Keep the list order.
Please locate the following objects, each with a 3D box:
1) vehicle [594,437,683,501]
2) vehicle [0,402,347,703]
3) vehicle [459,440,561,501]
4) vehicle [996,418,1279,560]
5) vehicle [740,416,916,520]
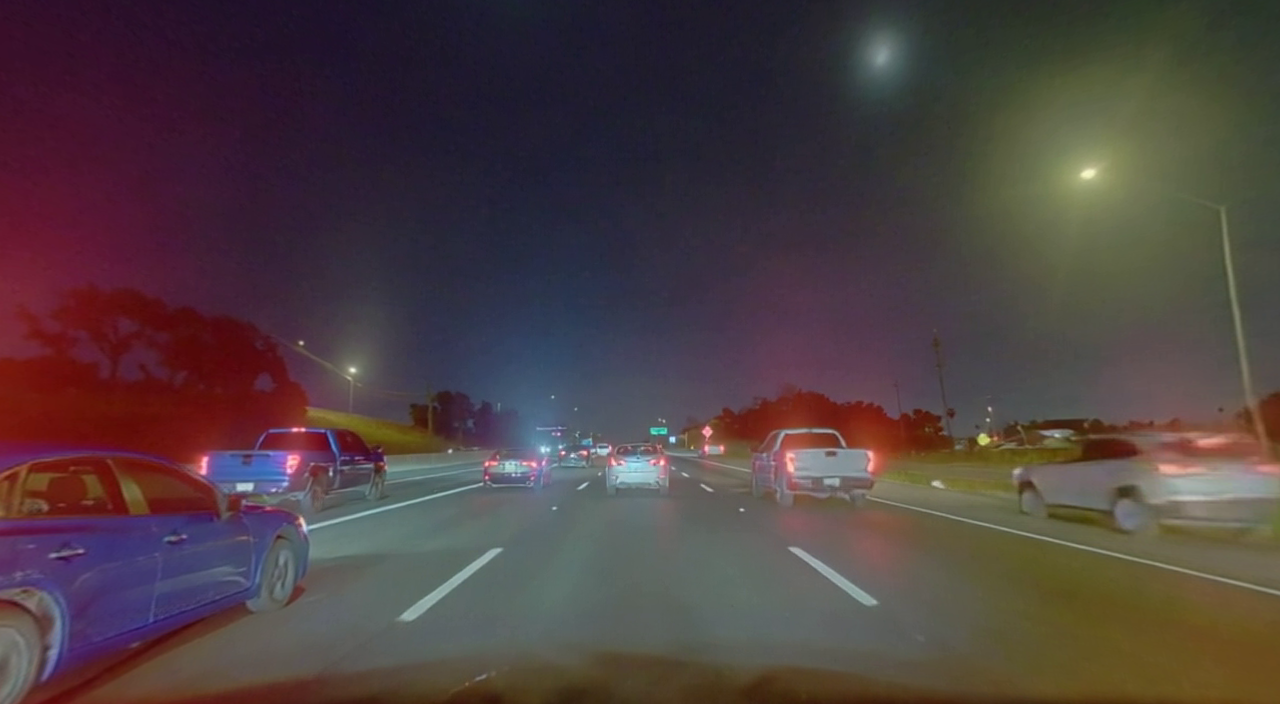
[{"bbox_3d":[-0.075,3.096,17.215,2.102,1.499,4.439,0,-8,-1],"label":"vehicle"},{"bbox_3d":[-3.773,1.095,3.600,1.955,1.481,4.604,0,-8,1],"label":"vehicle"},{"bbox_3d":[-3.407,3.176,17.409,1.899,1.437,4.131,0,-8,1],"label":"vehicle"},{"bbox_3d":[7.929,1.925,9.745,1.969,1.608,4.865,0,-8,-1],"label":"vehicle"},{"bbox_3d":[3.740,2.435,13.847,2.113,1.800,5.376,0,-8,-1],"label":"vehicle"}]
